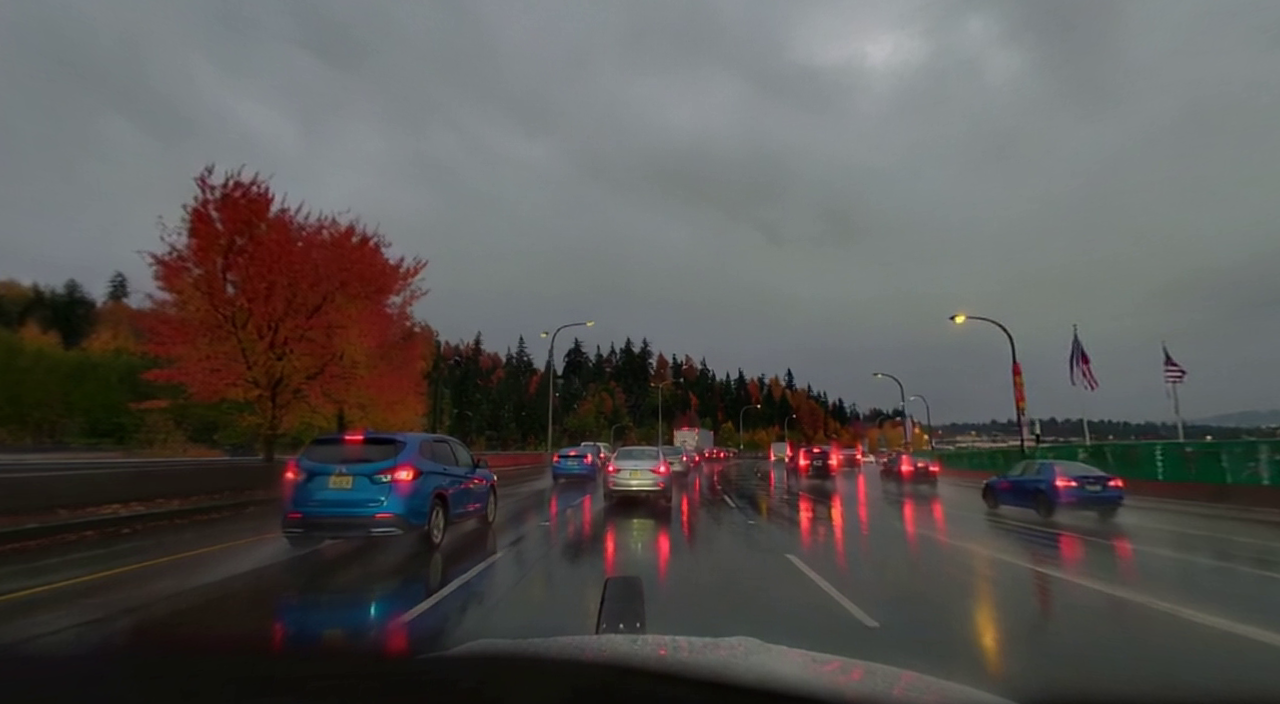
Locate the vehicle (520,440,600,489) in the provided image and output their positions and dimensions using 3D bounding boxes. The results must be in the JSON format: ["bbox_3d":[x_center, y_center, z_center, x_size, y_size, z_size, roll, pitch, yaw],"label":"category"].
[{"bbox_3d":[-2.764,4.037,22.922,1.974,1.549,4.603,0,-9,5],"label":"vehicle"}]

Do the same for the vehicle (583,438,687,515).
[{"bbox_3d":[0.007,2.847,14.925,2.090,1.506,4.276,0,-9,3],"label":"vehicle"}]

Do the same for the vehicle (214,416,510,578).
[{"bbox_3d":[-3.321,1.823,8.682,1.988,1.635,4.260,0,-9,2],"label":"vehicle"}]

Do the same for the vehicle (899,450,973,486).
[{"bbox_3d":[15.717,6.159,33.698,2.087,1.745,4.673,0,-9,6],"label":"vehicle"}]

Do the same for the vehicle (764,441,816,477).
[{"bbox_3d":[8.105,5.818,34.478,2.017,1.746,4.727,0,-9,4],"label":"vehicle"}]

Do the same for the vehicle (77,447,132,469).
[{"bbox_3d":[-39.890,7.847,46.893,3.667,1.465,1.735,-4,-6,24],"label":"vehicle"}]

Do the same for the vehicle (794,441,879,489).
[{"bbox_3d":[7.020,4.066,22.977,1.944,1.544,4.301,0,-9,3],"label":"vehicle"}]

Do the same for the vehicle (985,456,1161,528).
[{"bbox_3d":[10.594,3.401,15.798,1.749,1.481,3.808,0,-9,1],"label":"vehicle"}]
